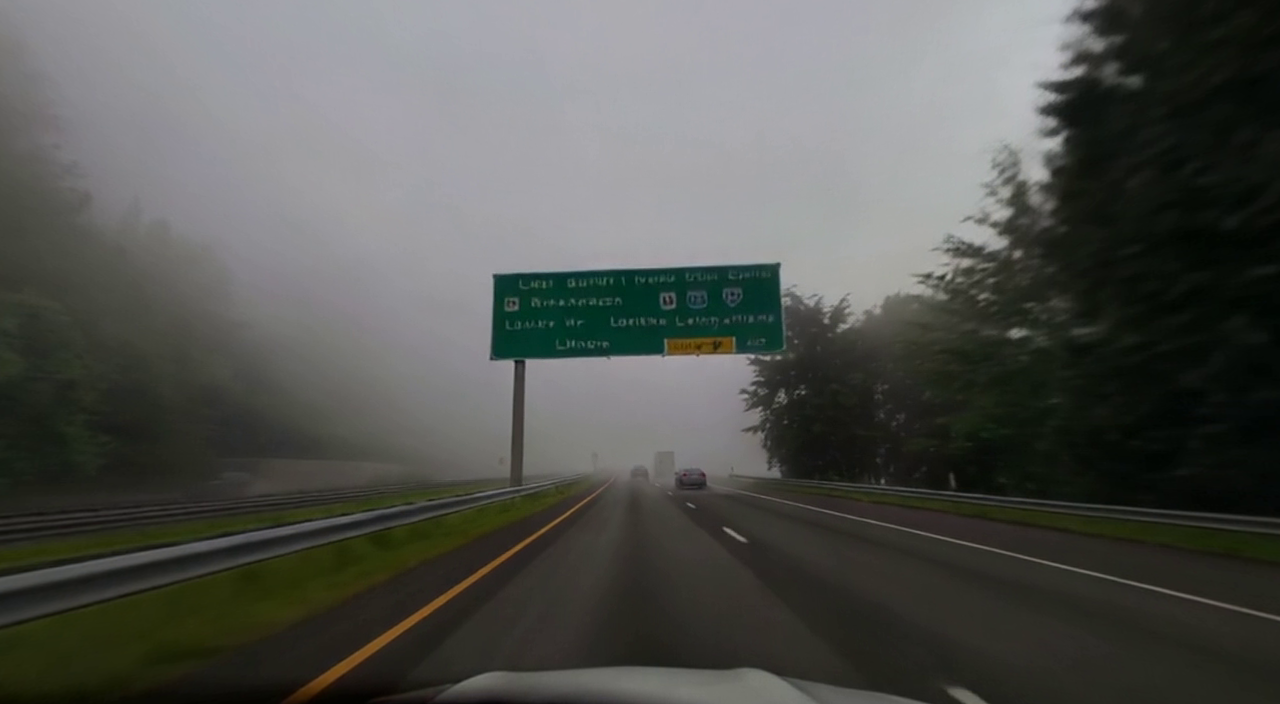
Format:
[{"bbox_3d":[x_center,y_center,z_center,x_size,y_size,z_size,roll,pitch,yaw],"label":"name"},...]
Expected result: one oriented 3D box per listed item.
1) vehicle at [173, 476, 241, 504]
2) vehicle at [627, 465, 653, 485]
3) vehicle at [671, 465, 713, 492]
[{"bbox_3d":[-24.548,7.811,35.878,1.738,1.460,3.734,2,-11,-11],"label":"vehicle"},{"bbox_3d":[-0.036,9.535,48.881,1.980,1.483,3.865,1,-10,-1],"label":"vehicle"},{"bbox_3d":[2.987,7.401,37.091,1.976,1.467,3.783,1,-10,-3],"label":"vehicle"}]
